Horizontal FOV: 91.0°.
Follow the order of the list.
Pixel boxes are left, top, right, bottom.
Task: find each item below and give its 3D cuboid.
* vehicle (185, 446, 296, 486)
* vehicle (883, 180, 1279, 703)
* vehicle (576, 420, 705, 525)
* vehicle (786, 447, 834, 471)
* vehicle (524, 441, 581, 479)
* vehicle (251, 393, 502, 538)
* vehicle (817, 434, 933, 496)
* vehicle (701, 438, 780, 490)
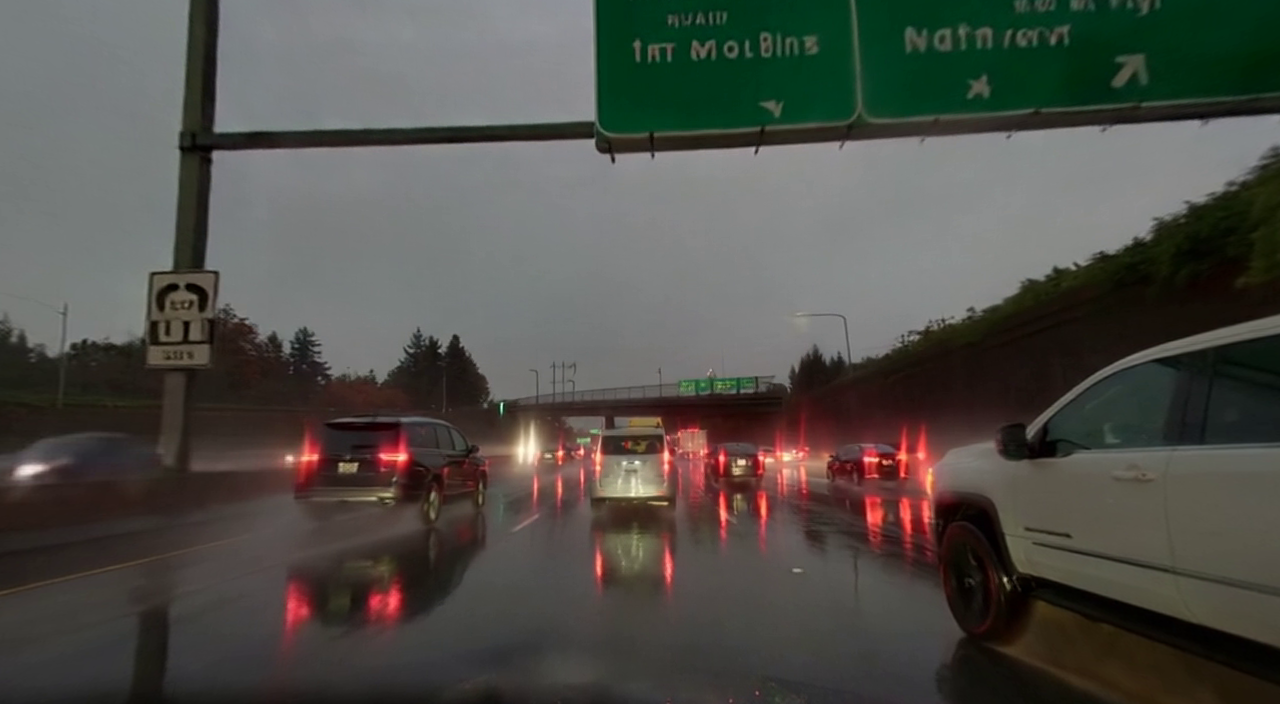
[{"bbox_3d":[-18.412,5.241,29.335,2.022,1.659,4.620,0,-9,1],"label":"vehicle"},{"bbox_3d":[3.474,0.671,3.285,2.300,2.242,5.327,0,-9,0],"label":"vehicle"},{"bbox_3d":[0.025,2.380,12.874,2.181,1.756,4.167,0,-9,0],"label":"vehicle"},{"bbox_3d":[11.660,7.363,43.507,1.797,1.557,4.653,1,-9,-3],"label":"vehicle"},{"bbox_3d":[-4.106,5.149,30.295,1.982,1.655,4.604,0,-9,1],"label":"vehicle"},{"bbox_3d":[-4.563,2.131,12.389,2.212,2.101,6.052,0,-9,1],"label":"vehicle"},{"bbox_3d":[7.583,3.689,20.926,2.054,1.769,4.693,0,-9,0],"label":"vehicle"},{"bbox_3d":[3.485,3.999,22.793,2.022,1.633,4.651,1,-9,-1],"label":"vehicle"}]
